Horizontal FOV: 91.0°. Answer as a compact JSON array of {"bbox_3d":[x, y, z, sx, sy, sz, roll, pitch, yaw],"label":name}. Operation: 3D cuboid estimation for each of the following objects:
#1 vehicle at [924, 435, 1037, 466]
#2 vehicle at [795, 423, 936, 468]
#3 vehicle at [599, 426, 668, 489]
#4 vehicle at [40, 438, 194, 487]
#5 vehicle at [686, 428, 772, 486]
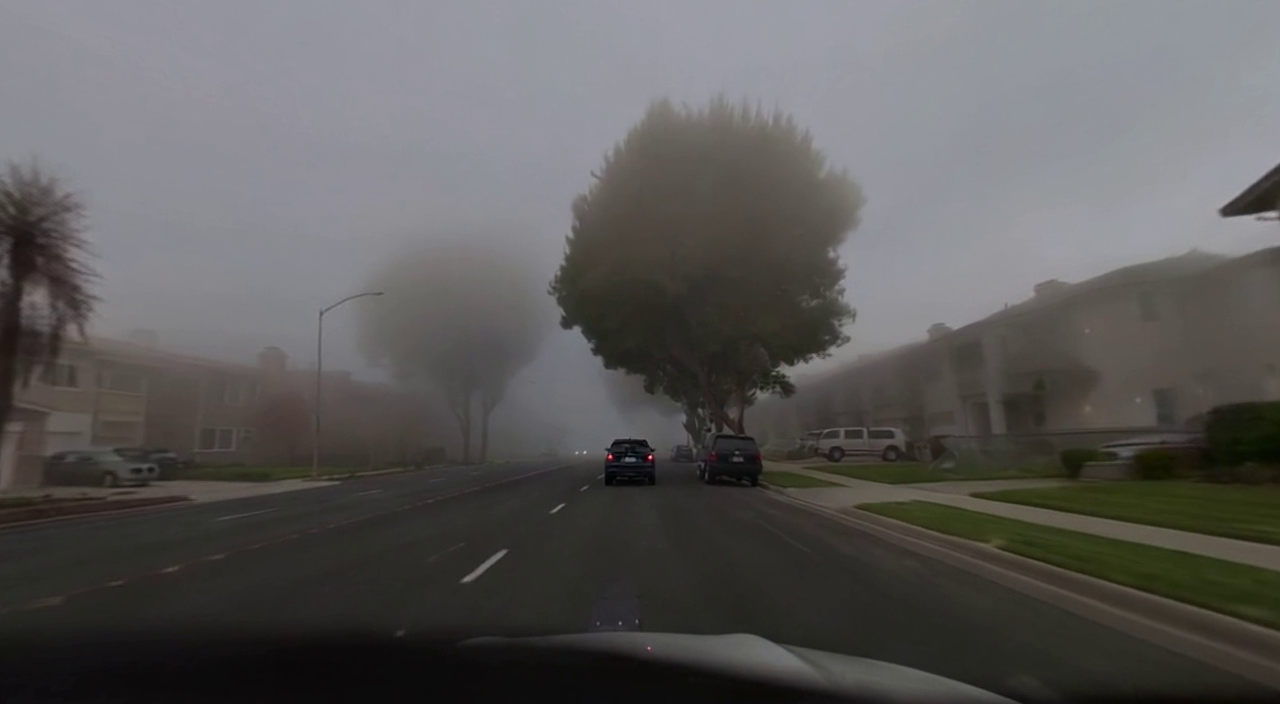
[{"bbox_3d":[16.176,4.717,30.062,4.317,1.420,1.828,0,-9,1],"label":"vehicle"},{"bbox_3d":[10.549,4.433,29.875,5.709,2.017,2.435,0,-9,-2],"label":"vehicle"},{"bbox_3d":[-0.261,3.427,20.720,1.994,1.810,5.057,0,-9,-2],"label":"vehicle"},{"bbox_3d":[-21.684,4.572,26.453,2.196,1.820,4.955,0,-9,0],"label":"vehicle"},{"bbox_3d":[3.164,3.880,23.531,2.416,1.922,5.023,0,-9,-1],"label":"vehicle"}]
